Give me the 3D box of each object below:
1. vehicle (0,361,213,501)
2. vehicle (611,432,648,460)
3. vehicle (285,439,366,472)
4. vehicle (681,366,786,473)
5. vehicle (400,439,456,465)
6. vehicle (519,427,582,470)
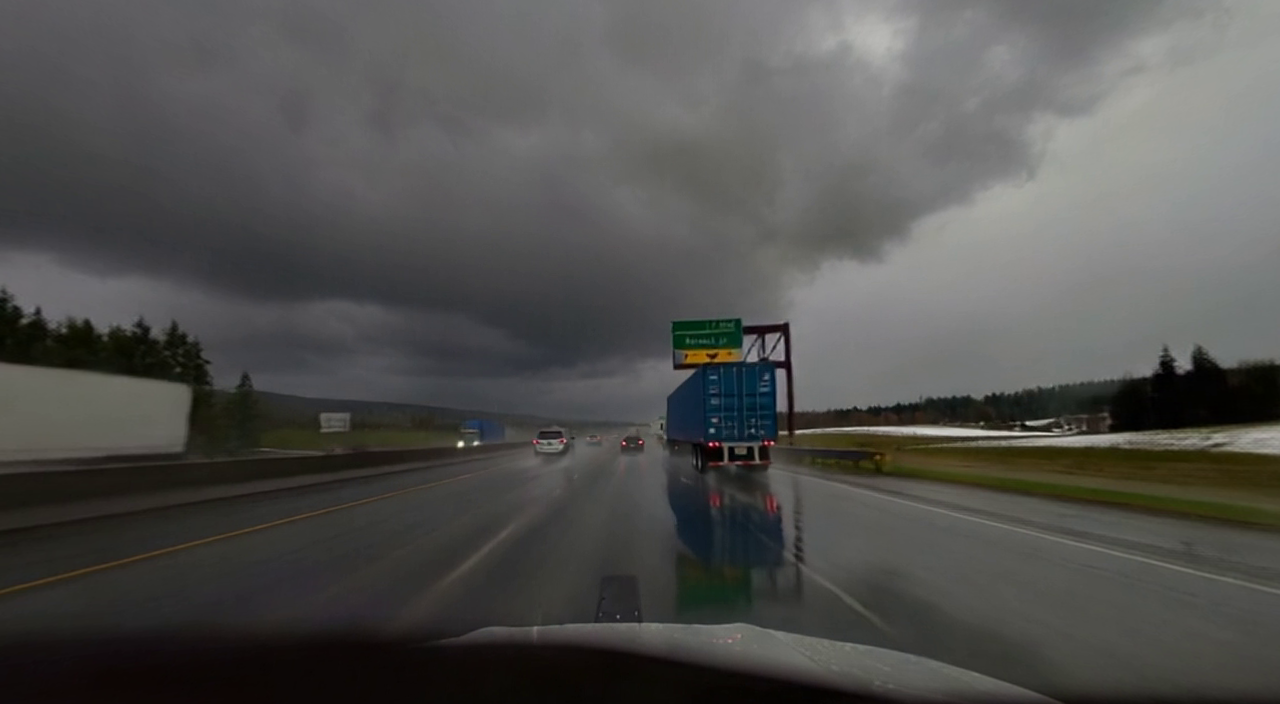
[{"bbox_3d":[-19.921,2.872,22.727,2.931,4.073,8.582,0,-8,-1],"label":"vehicle"},{"bbox_3d":[-0.646,5.676,38.254,2.088,1.567,4.240,0,-8,-1],"label":"vehicle"},{"bbox_3d":[-16.000,5.257,32.257,1.901,1.533,4.355,0,-8,0],"label":"vehicle"},{"bbox_3d":[3.606,2.942,26.587,2.883,3.836,7.894,0,-8,-3],"label":"vehicle"},{"bbox_3d":[-12.798,6.036,38.224,1.892,1.492,4.233,0,-8,0],"label":"vehicle"},{"bbox_3d":[-3.683,4.058,26.695,2.054,1.671,4.445,0,-8,0],"label":"vehicle"}]
